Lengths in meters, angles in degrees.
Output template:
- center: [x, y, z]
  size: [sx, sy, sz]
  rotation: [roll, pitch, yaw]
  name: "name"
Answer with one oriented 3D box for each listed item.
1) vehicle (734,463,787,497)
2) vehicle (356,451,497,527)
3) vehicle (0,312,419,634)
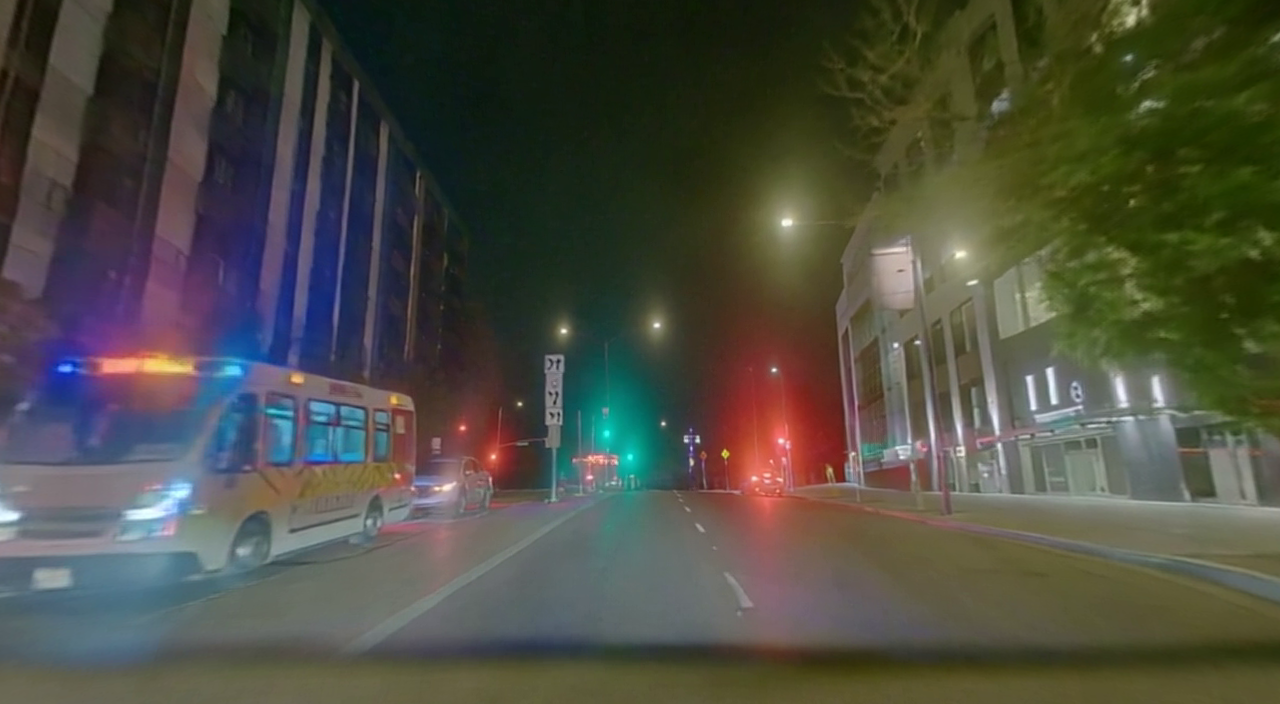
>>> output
- center: [6.354, 6.762, 33.748]
  size: [1.888, 1.536, 4.381]
  rotation: [0, -8, -1]
  name: "vehicle"
- center: [-4.926, 3.185, 15.250]
  size: [1.914, 1.530, 3.980]
  rotation: [0, -8, 1]
  name: "vehicle"
- center: [-5.098, 1.406, 8.237]
  size: [2.268, 2.708, 5.699]
  rotation: [0, -8, 1]
  name: "vehicle"
